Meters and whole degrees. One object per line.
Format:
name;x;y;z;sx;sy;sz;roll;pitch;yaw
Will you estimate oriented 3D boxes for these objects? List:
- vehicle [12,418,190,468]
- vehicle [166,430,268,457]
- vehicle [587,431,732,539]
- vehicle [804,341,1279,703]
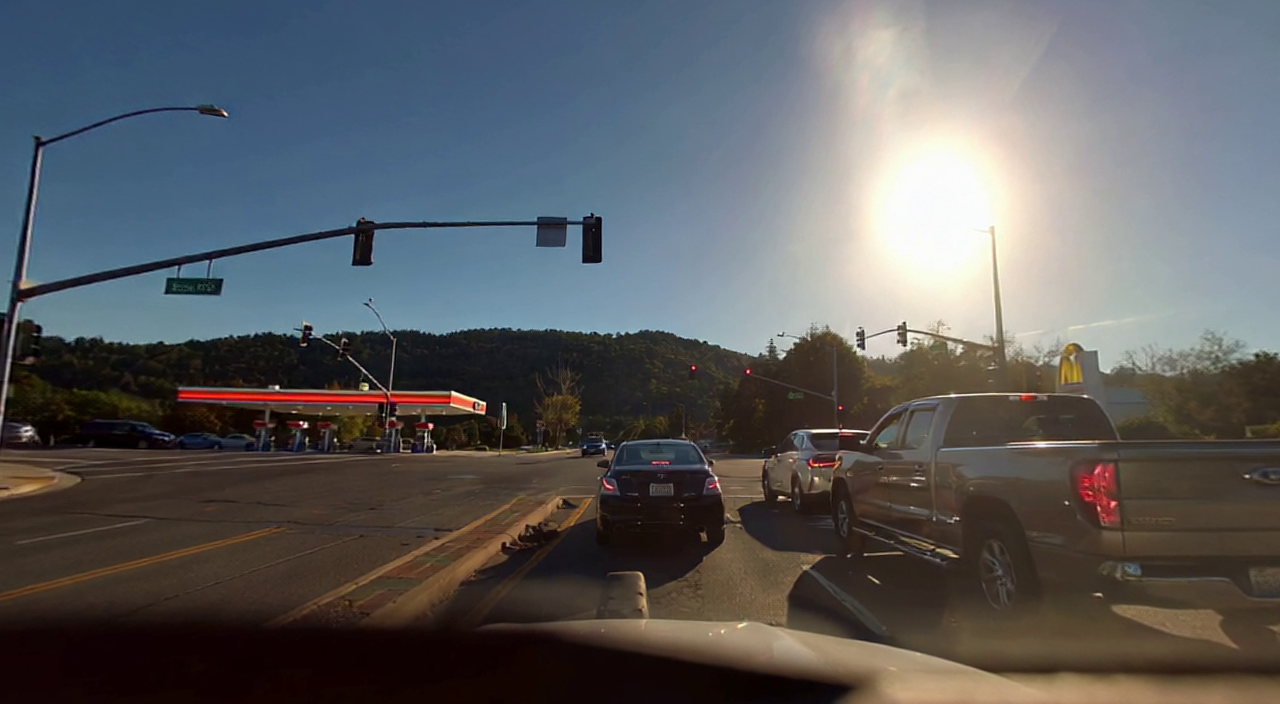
vehicle;-19.713;3.358;23.222;4.742;1.720;2.107;-1;-8;5
vehicle;-23.098;5.032;34.503;4.326;1.420;1.798;-1;-8;4
vehicle;0.260;2.157;10.834;2.027;1.494;3.824;0;-8;0
vehicle;3.542;1.319;6.104;2.277;1.871;6.143;0;-8;0
